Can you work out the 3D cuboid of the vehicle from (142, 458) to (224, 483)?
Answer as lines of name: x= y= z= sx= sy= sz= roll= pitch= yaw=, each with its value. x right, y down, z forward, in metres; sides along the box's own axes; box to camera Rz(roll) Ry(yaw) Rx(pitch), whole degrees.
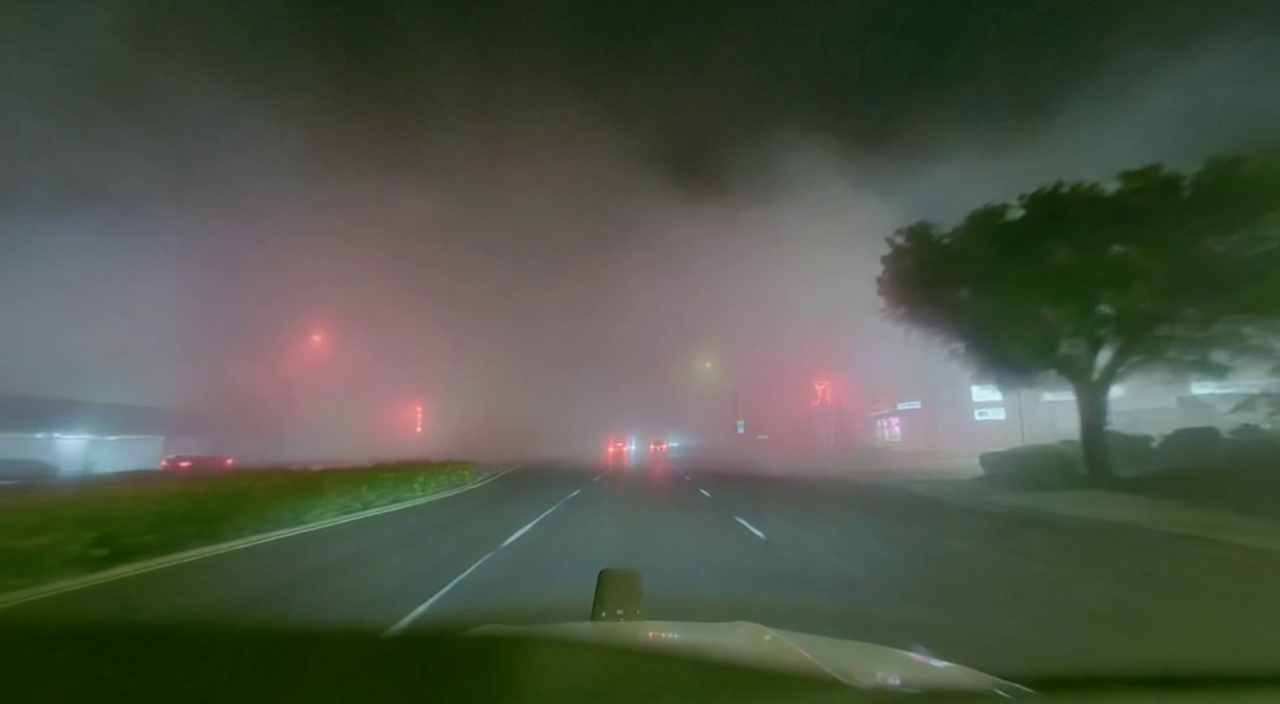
vehicle: x=-30.245 y=7.825 z=42.016 sx=1.820 sy=1.467 sz=4.594 roll=-1 pitch=-9 yaw=4
